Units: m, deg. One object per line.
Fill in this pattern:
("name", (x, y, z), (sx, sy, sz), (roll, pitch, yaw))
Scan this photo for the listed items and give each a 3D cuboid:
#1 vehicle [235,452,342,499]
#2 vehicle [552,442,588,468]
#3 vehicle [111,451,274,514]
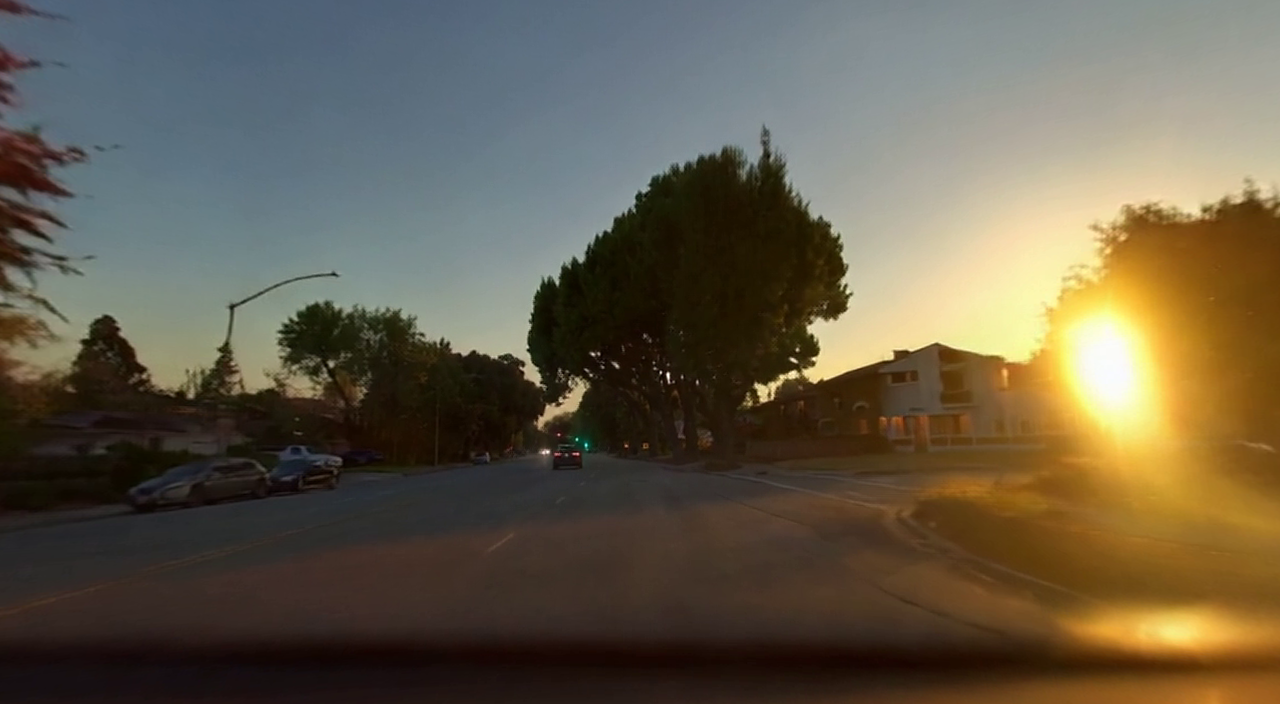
("vehicle", (-14.483, 5.052, 26.384), (1.968, 1.727, 4.548), (0, -8, -2))
("vehicle", (-5.002, 7.440, 45.783), (2.135, 1.731, 4.232), (0, -9, -1))
("vehicle", (-14.368, 4.159, 20.708), (1.966, 1.760, 4.604), (0, -8, -1))
